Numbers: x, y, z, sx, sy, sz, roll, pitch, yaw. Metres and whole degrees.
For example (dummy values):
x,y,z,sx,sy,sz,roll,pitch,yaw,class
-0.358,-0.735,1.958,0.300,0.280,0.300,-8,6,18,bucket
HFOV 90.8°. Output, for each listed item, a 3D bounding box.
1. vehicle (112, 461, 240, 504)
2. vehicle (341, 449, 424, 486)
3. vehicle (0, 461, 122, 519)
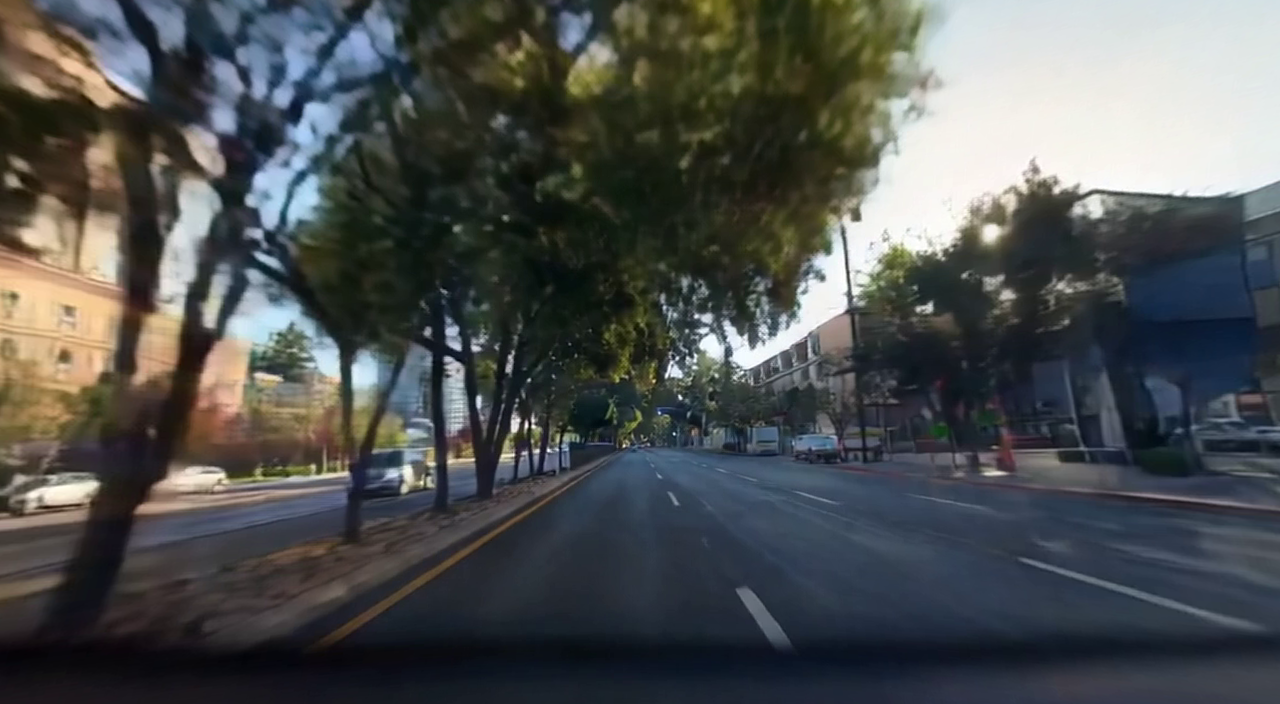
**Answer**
x,y,z,sx,sy,sz,roll,pitch,yaw,class
-19.955,5.607,27.543,1.870,1.486,5.031,-1,-8,-1,vehicle
-11.948,5.363,29.694,1.918,1.546,4.683,0,-8,0,vehicle
-19.938,4.514,21.075,1.815,1.629,4.123,0,-8,-1,vehicle
